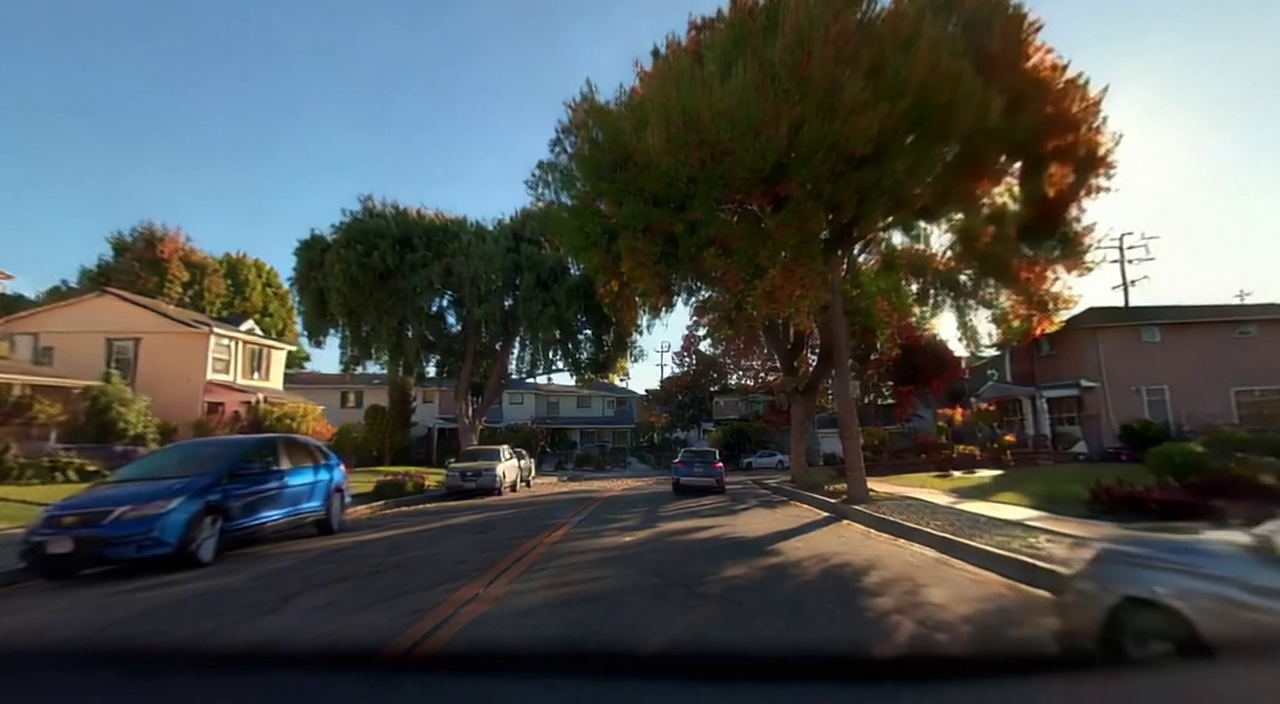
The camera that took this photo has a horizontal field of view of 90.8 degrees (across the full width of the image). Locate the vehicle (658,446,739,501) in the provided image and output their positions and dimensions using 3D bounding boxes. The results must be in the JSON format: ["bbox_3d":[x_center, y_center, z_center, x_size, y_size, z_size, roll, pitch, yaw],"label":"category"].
[{"bbox_3d":[1.811,3.607,19.278,2.192,1.474,4.192,-1,-9,6],"label":"vehicle"}]

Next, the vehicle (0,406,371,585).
[{"bbox_3d":[-6.142,1.969,9.398,2.235,1.851,4.662,-3,-9,0],"label":"vehicle"}]

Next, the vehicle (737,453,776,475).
[{"bbox_3d":[8.196,7.914,44.812,2.089,1.462,4.529,0,-9,2],"label":"vehicle"}]

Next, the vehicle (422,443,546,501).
[{"bbox_3d":[-5.157,4.048,21.831,2.641,1.747,4.738,-2,-8,7],"label":"vehicle"}]

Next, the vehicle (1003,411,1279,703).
[{"bbox_3d":[3.506,0.858,1.466,2.429,1.502,4.474,1,-9,-4],"label":"vehicle"}]
